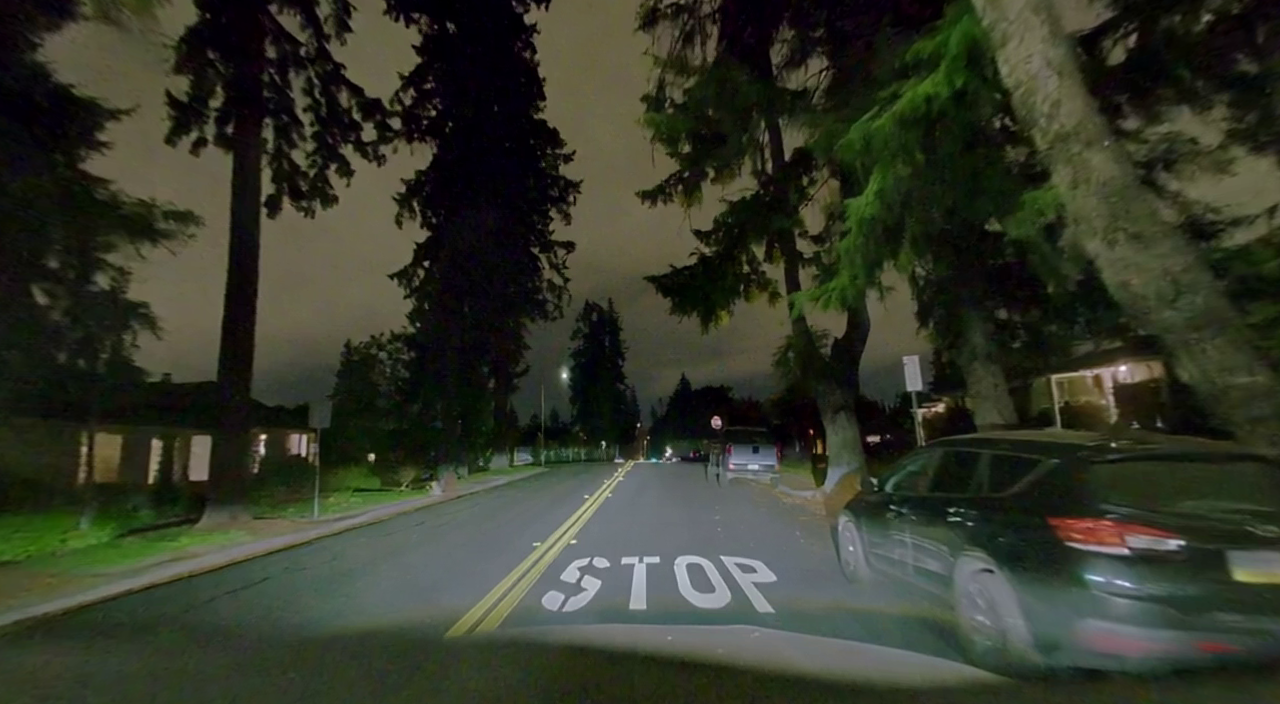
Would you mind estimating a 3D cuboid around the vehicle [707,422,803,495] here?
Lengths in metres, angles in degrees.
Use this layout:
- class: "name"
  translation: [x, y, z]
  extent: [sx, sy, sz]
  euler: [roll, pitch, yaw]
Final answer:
- class: "vehicle"
  translation: [3.273, 3.155, 18.943]
  extent: [2.109, 1.875, 4.488]
  euler: [-1, -9, 1]

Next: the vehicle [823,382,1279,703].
- class: "vehicle"
  translation: [2.958, 1.151, 3.893]
  extent: [1.969, 1.549, 5.038]
  euler: [0, -9, -2]
